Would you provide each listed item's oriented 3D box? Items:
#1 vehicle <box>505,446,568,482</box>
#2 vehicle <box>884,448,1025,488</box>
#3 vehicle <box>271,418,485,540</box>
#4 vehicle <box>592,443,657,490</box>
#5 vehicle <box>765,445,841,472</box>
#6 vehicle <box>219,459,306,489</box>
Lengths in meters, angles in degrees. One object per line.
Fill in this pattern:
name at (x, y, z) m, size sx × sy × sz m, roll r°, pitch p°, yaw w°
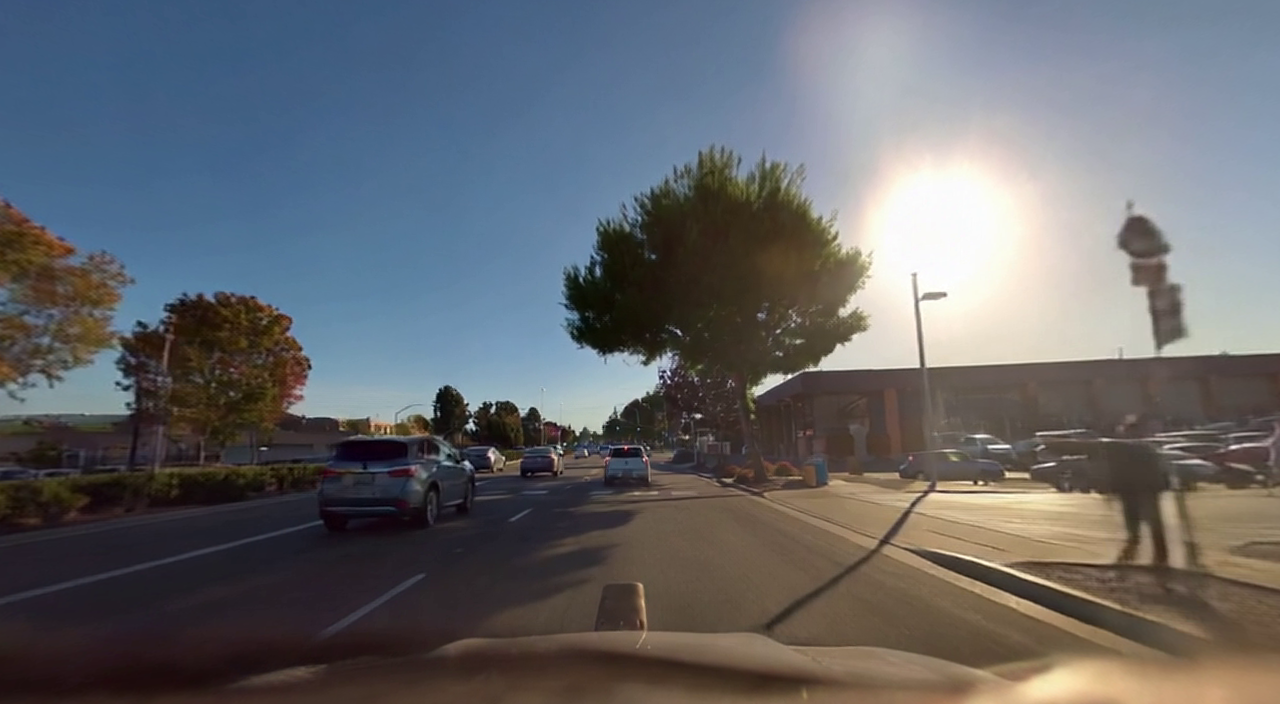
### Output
vehicle at (-4.555, 4.987, 28.584) m, size 1.973 × 1.456 × 4.850 m, roll 0°, pitch -9°, yaw 0°
vehicle at (13.373, 4.955, 27.172) m, size 4.877 × 1.603 × 2.197 m, roll 0°, pitch -9°, yaw 4°
vehicle at (-4.471, 2.228, 11.728) m, size 2.096 × 1.807 × 4.413 m, roll 0°, pitch -8°, yaw -1°
vehicle at (-0.533, 3.954, 22.161) m, size 2.061 × 1.469 × 3.954 m, roll 0°, pitch -9°, yaw -1°
vehicle at (12.291, 8.027, 47.732) m, size 5.102 × 1.889 × 2.038 m, roll 0°, pitch -9°, yaw -4°
vehicle at (-20.277, 6.548, 34.213) m, size 1.937 × 1.434 × 4.629 m, roll 0°, pitch -9°, yaw -1°
